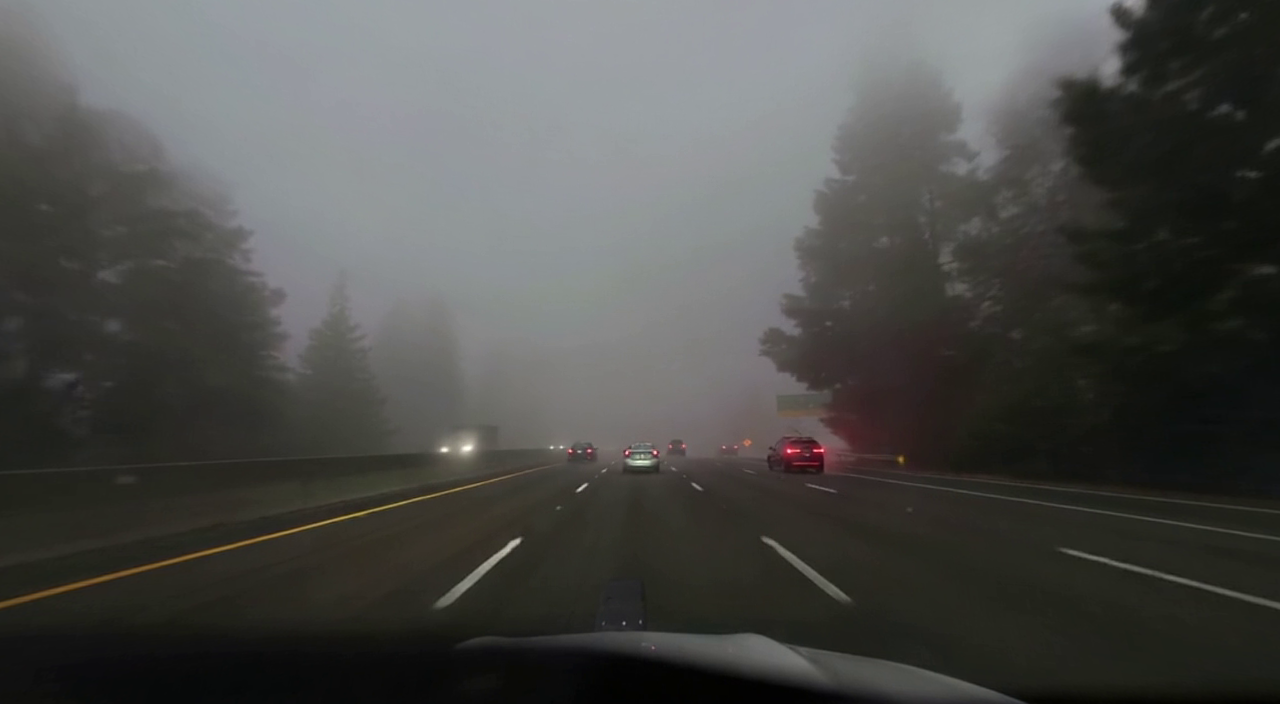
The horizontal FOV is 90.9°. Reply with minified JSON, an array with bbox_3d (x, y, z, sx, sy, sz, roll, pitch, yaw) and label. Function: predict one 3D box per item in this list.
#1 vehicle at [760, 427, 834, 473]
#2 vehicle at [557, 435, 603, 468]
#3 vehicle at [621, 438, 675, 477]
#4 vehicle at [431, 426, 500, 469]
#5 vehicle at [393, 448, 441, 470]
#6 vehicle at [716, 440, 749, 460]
[{"bbox_3d":[7.159,4.538,29.366,2.094,1.916,5.099,0,-8,-1],"label":"vehicle"},{"bbox_3d":[-3.348,5.655,36.058,2.140,1.720,4.410,0,-8,1],"label":"vehicle"},{"bbox_3d":[0.292,4.324,26.071,2.071,1.464,4.162,0,-8,0],"label":"vehicle"},{"bbox_3d":[-12.486,6.917,45.872,2.779,2.896,7.441,0,-8,0],"label":"vehicle"},{"bbox_3d":[-16.059,7.725,45.666,1.845,1.507,4.187,0,-8,2],"label":"vehicle"},{"bbox_3d":[7.103,7.582,48.861,1.894,1.511,4.148,0,-8,-1],"label":"vehicle"}]
